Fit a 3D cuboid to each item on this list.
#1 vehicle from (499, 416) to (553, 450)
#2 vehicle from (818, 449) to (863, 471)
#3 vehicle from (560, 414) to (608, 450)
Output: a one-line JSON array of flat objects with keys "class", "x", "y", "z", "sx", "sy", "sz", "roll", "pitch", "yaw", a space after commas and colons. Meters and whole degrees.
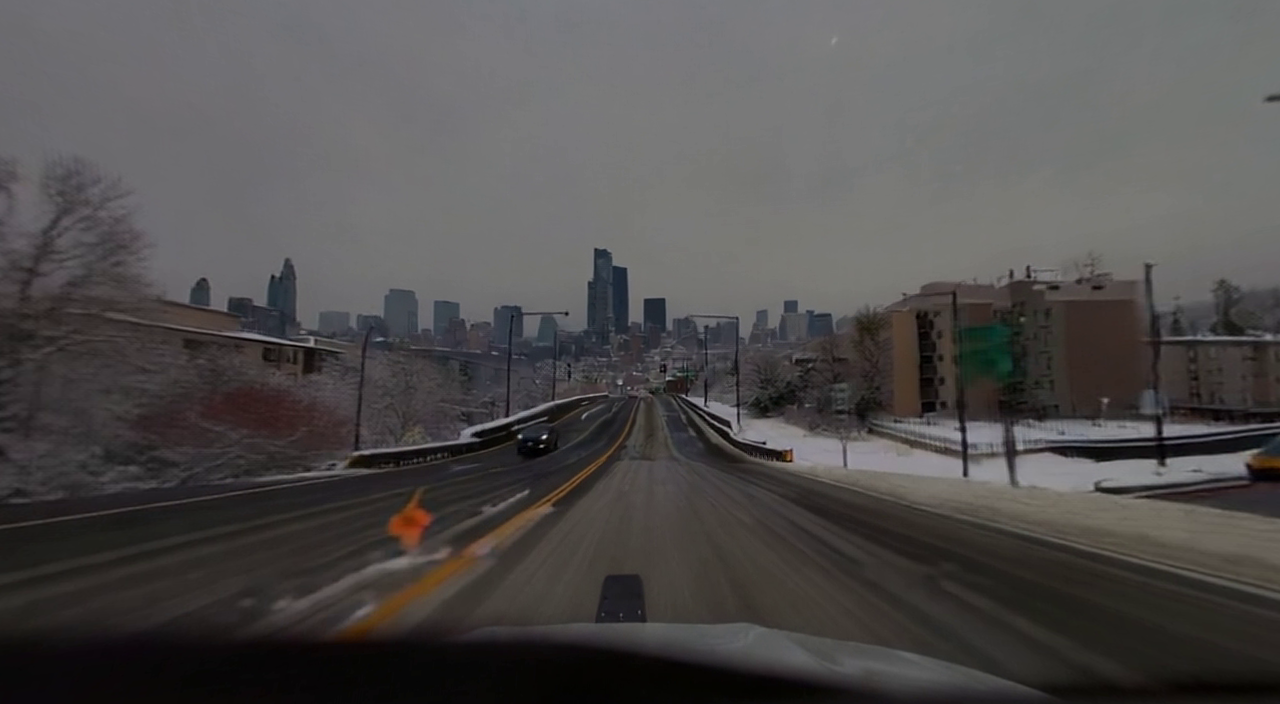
[{"class": "vehicle", "x": -6.346, "y": 4.589, "z": 35.621, "sx": 2.175, "sy": 1.771, "sz": 4.352, "roll": 1, "pitch": -8, "yaw": 1}, {"class": "vehicle", "x": 14.408, "y": 7.766, "z": 45.648, "sx": 1.809, "sy": 1.497, "sz": 3.837, "roll": 0, "pitch": -8, "yaw": -3}, {"class": "vehicle", "x": -2.982, "y": 4.404, "z": 34.598, "sx": 2.109, "sy": 1.848, "sz": 4.338, "roll": 1, "pitch": -8, "yaw": 1}]
